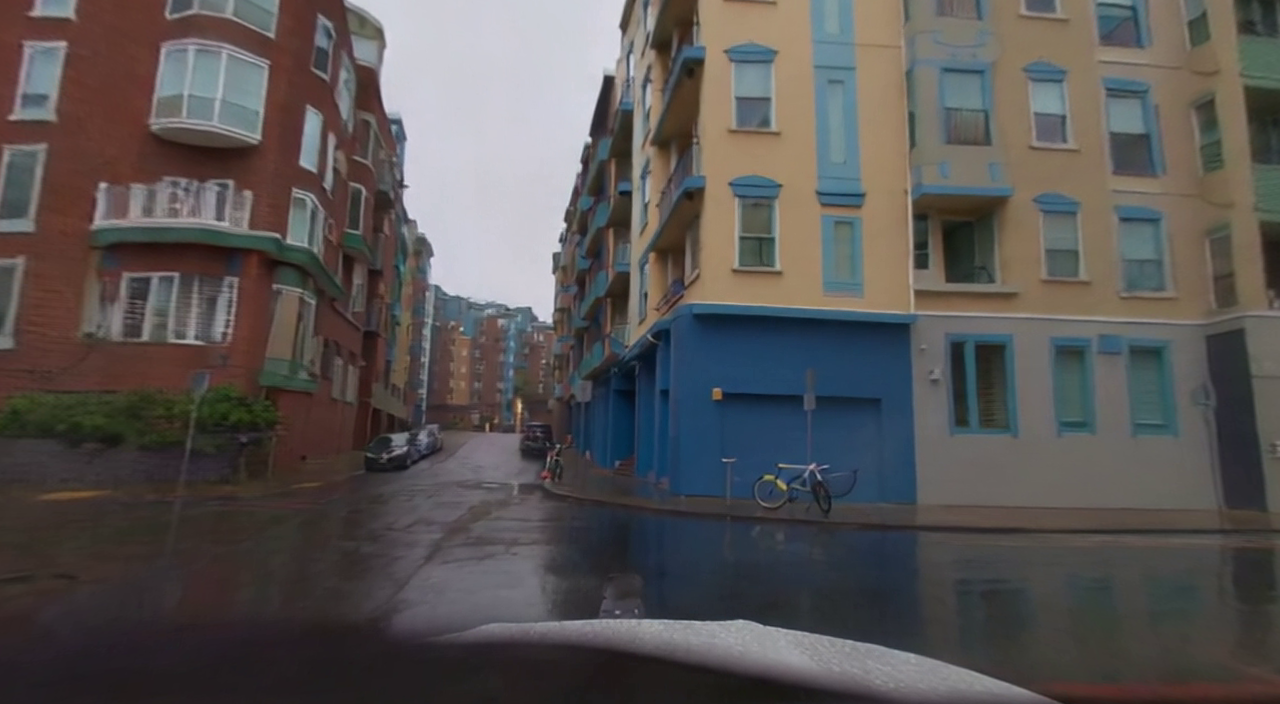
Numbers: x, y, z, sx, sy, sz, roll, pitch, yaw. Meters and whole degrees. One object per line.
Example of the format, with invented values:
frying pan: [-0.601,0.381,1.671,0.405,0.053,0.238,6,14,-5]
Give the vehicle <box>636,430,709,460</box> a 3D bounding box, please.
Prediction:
vehicle: [1.636,4.732,32.016,3.404,1.431,1.641,2,-8,-11]

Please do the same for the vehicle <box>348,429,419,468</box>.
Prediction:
vehicle: [-10.302,3.902,25.533,1.897,1.431,3.741,2,-8,-10]

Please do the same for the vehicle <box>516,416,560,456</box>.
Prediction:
vehicle: [-5.866,4.774,35.685,2.072,2.074,4.358,3,-8,-13]
